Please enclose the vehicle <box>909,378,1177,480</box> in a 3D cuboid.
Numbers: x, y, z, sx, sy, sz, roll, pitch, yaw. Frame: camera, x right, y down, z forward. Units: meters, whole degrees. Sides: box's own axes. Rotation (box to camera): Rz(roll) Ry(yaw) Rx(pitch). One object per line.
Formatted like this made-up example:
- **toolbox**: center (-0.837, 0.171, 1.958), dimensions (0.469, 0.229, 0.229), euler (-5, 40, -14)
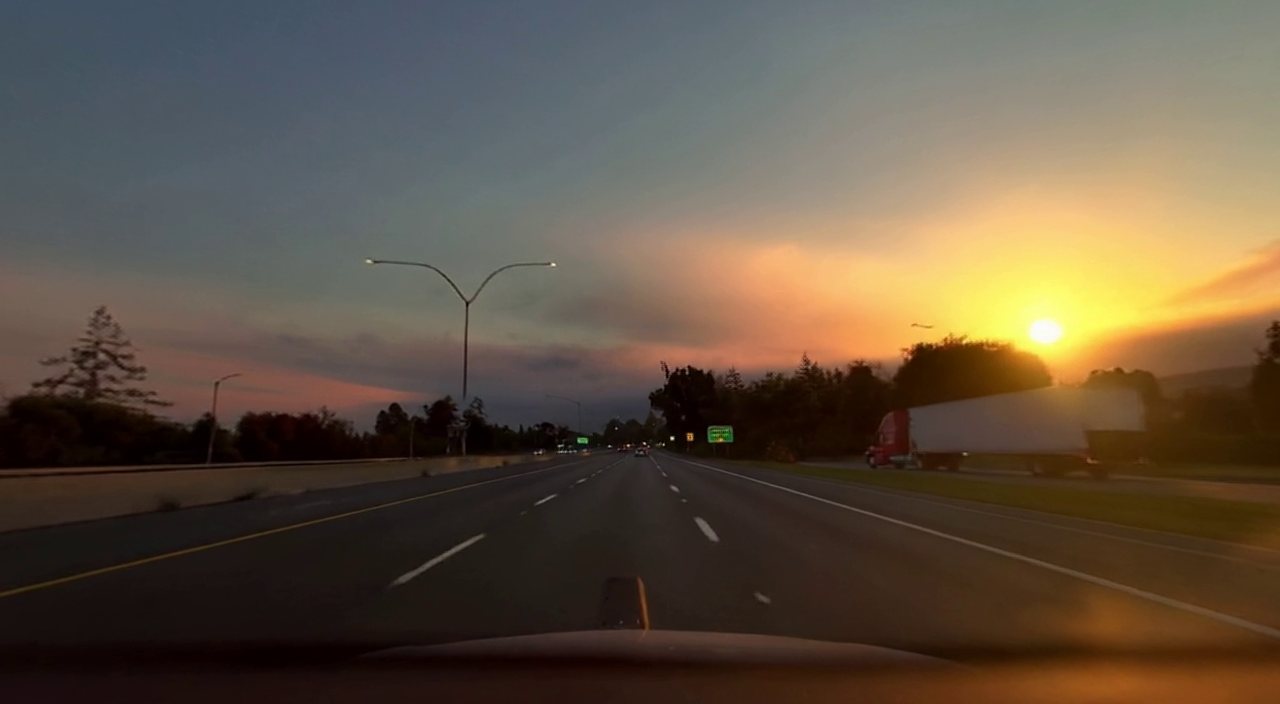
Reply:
- **vehicle**: center (20.105, 4.403, 34.044), dimensions (2.939, 4.193, 15.754), euler (1, -9, -5)
